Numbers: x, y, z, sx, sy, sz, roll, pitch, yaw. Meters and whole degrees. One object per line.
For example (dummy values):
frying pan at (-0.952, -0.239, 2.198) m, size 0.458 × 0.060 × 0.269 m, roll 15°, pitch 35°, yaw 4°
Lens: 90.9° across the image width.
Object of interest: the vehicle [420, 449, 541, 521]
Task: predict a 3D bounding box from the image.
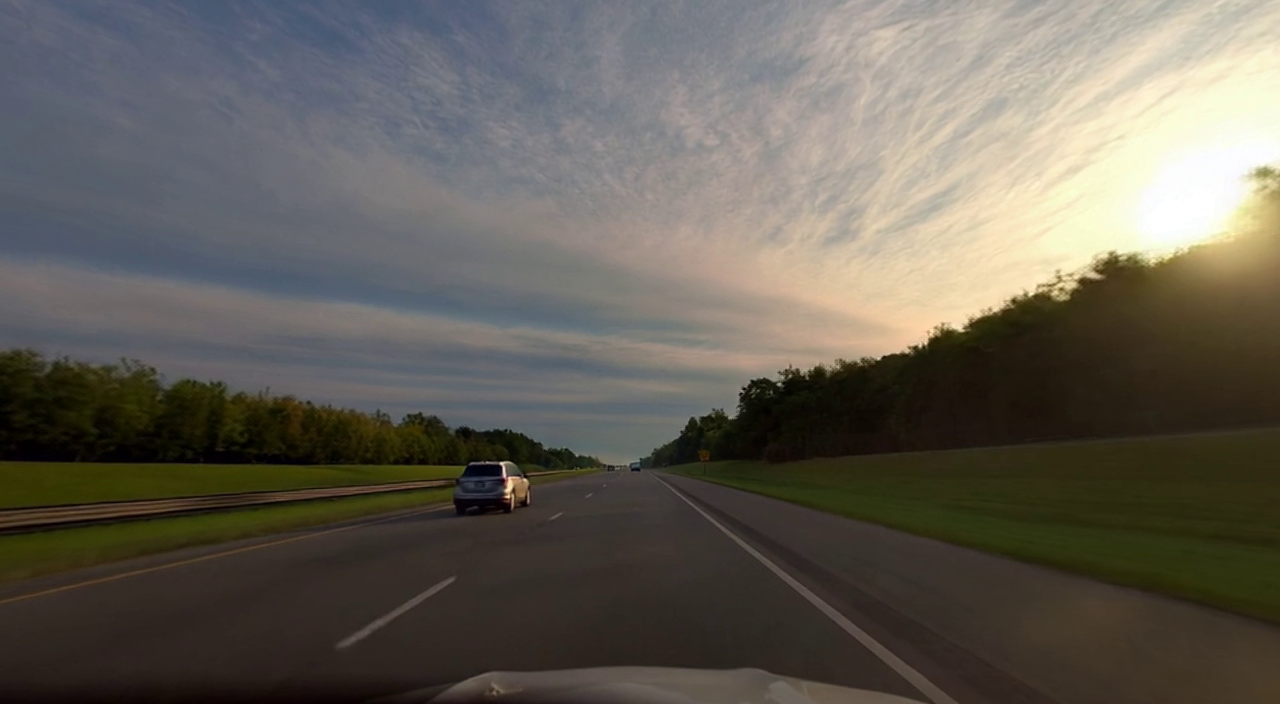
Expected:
vehicle at (-4.005, 3.463, 16.770) m, size 1.928 × 1.593 × 4.871 m, roll 1°, pitch -10°, yaw 0°
